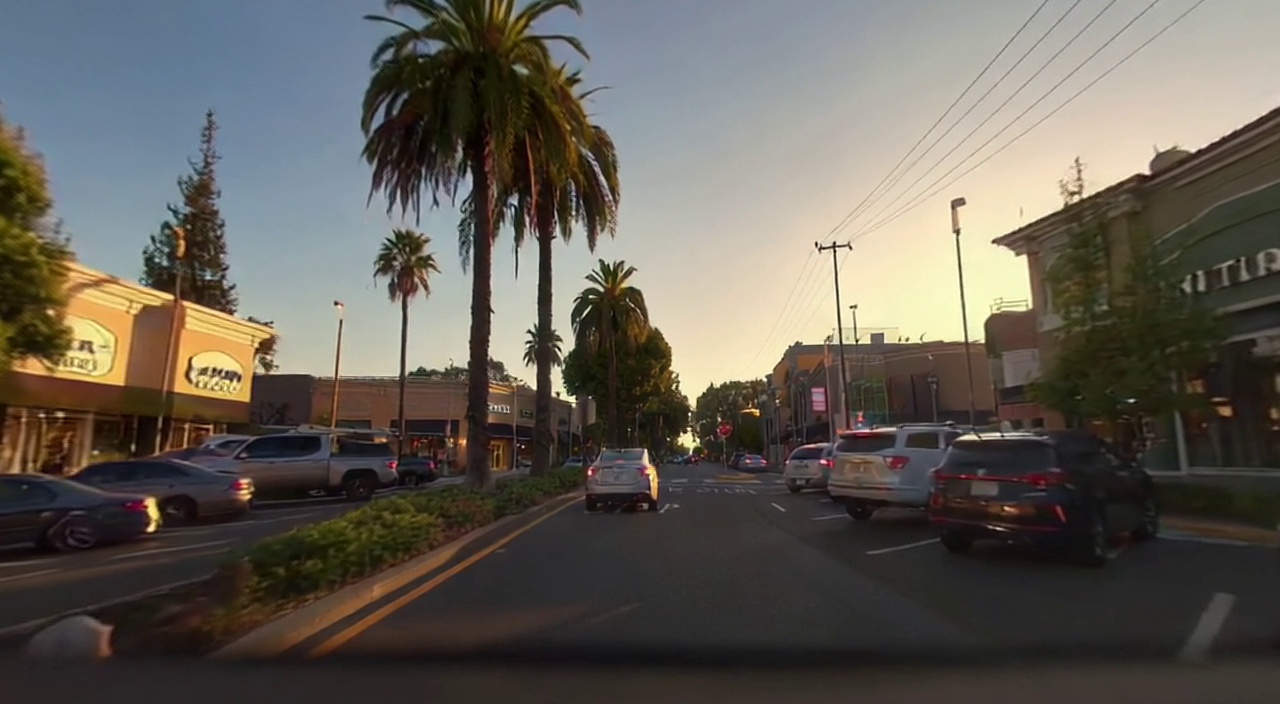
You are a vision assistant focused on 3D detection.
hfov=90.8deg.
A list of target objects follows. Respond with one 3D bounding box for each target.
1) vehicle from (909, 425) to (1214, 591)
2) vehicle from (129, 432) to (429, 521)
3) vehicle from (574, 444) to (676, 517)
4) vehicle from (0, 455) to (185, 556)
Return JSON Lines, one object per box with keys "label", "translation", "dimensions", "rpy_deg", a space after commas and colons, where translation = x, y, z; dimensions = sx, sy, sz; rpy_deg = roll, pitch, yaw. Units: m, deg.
{"label": "vehicle", "translation": [5.367, 1.751, 7.881], "dimensions": [4.105, 1.509, 1.839], "rpy_deg": [7, -11, -38]}
{"label": "vehicle", "translation": [-10.043, 3.407, 18.197], "dimensions": [6.873, 2.051, 2.823], "rpy_deg": [8, -12, -43]}
{"label": "vehicle", "translation": [-0.204, 2.950, 15.029], "dimensions": [2.031, 1.479, 3.969], "rpy_deg": [-1, -9, 4]}
{"label": "vehicle", "translation": [-10.180, 2.450, 10.338], "dimensions": [4.266, 1.458, 1.976], "rpy_deg": [7, -11, -37]}
